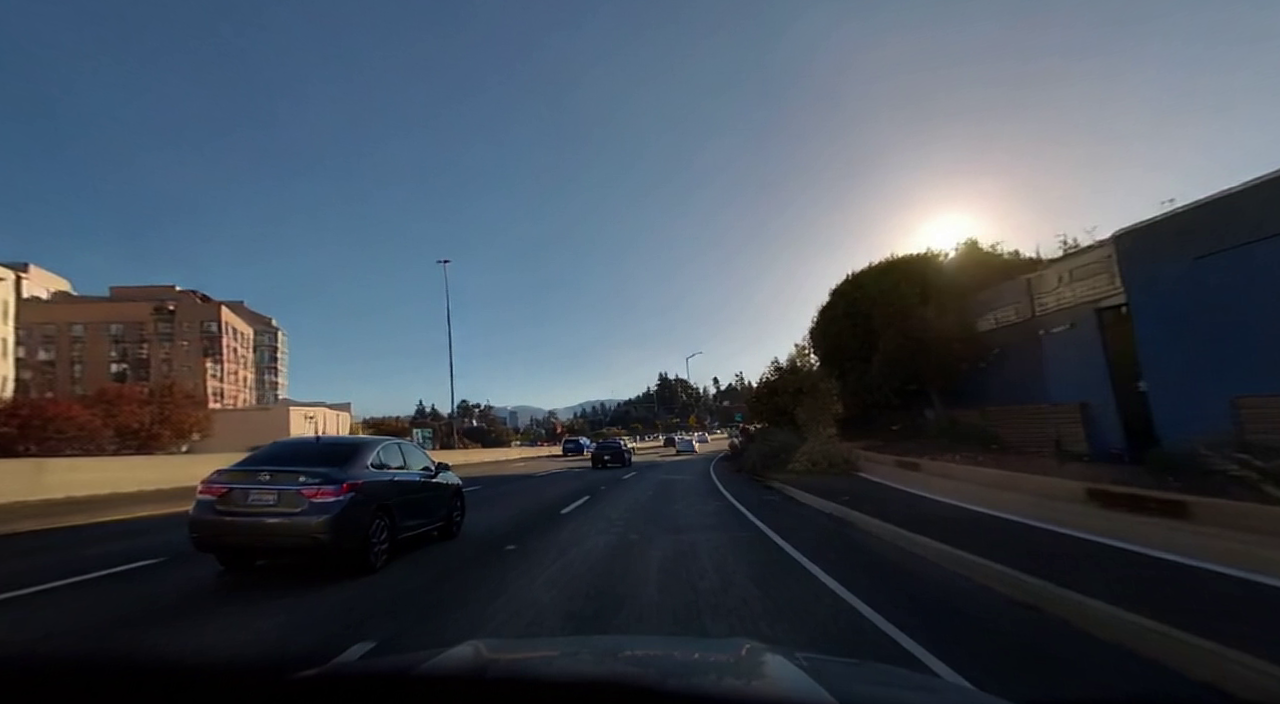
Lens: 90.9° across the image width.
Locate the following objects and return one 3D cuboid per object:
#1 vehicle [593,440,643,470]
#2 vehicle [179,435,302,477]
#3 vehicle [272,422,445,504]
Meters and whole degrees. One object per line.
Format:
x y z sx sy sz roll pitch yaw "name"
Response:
-1.057 5.250 32.298 1.928 1.455 4.361 -1 -9 6 "vehicle"
-16.279 4.279 26.034 1.956 1.568 4.373 -1 -9 5 "vehicle"
-6.599 2.663 15.444 1.993 1.690 4.450 -1 -9 3 "vehicle"
